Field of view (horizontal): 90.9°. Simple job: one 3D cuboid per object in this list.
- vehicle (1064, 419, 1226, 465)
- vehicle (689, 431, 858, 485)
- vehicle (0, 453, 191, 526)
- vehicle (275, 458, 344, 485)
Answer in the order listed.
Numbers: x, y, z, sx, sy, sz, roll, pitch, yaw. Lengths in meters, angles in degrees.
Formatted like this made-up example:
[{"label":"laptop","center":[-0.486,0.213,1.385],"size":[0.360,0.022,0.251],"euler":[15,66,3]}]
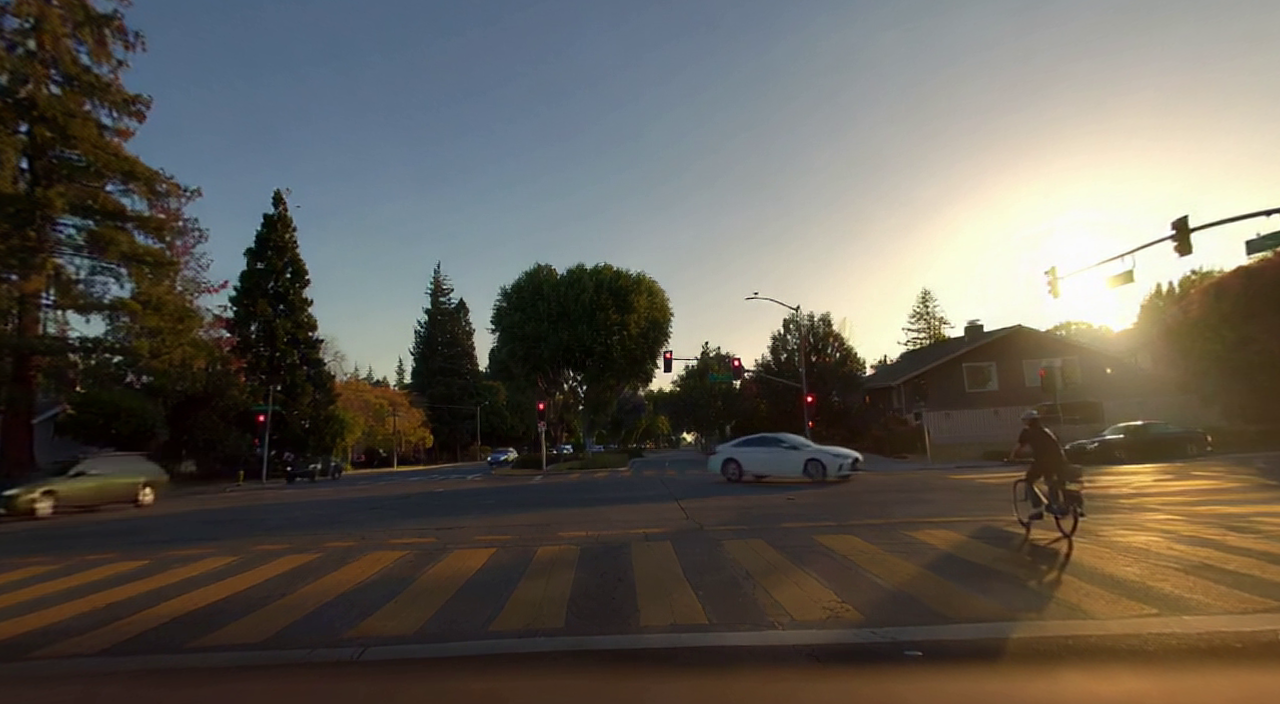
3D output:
[{"label":"vehicle","center":[17.320,3.104,21.771],"size":[3.969,1.493,1.823],"euler":[0,-9,1]},{"label":"vehicle","center":[4.127,3.281,19.621],"size":[4.749,1.496,2.017],"euler":[-4,-10,25]},{"label":"vehicle","center":[-13.729,3.282,15.626],"size":[1.973,1.511,4.299],"euler":[0,-9,1]},{"label":"vehicle","center":[-19.595,7.078,37.631],"size":[1.810,1.393,4.423],"euler":[0,-9,-2]}]
